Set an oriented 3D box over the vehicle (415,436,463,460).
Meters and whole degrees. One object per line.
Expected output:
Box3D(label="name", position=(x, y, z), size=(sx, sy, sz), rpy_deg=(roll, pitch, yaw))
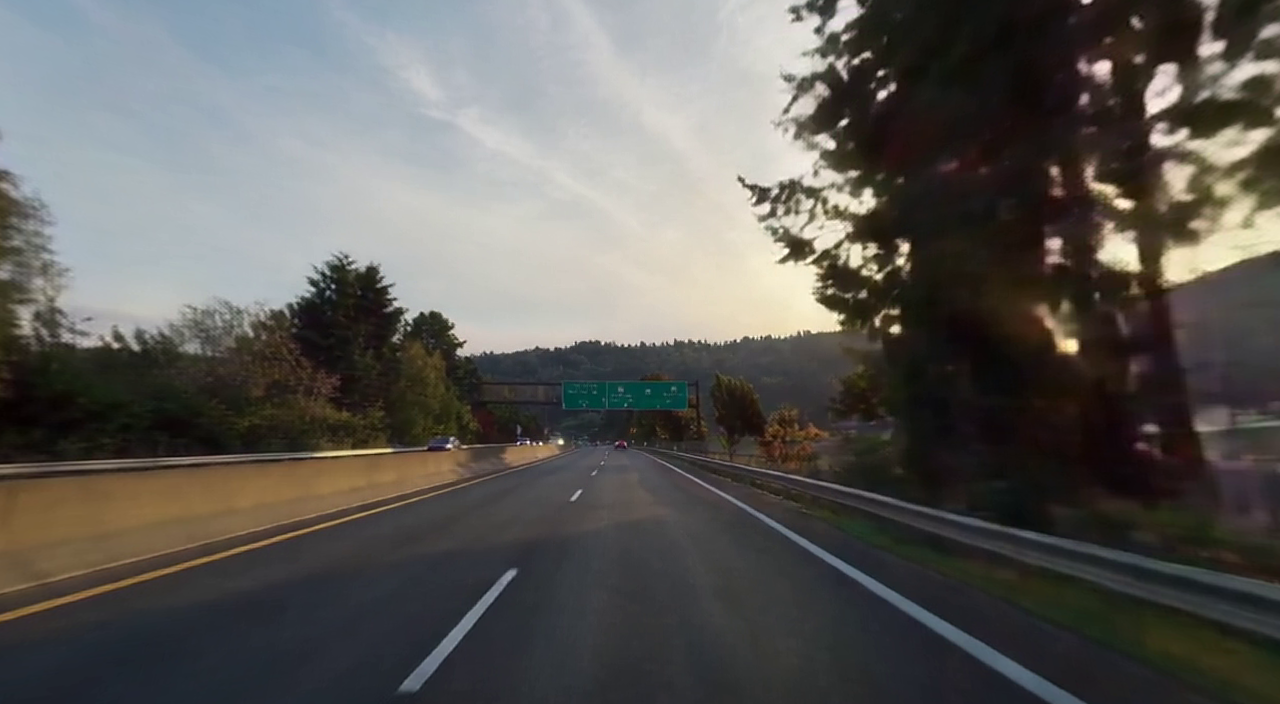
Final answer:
Box3D(label="vehicle", position=(-13.590, 6.485, 42.794), size=(1.972, 1.503, 3.935), rpy_deg=(0, -8, 0))
